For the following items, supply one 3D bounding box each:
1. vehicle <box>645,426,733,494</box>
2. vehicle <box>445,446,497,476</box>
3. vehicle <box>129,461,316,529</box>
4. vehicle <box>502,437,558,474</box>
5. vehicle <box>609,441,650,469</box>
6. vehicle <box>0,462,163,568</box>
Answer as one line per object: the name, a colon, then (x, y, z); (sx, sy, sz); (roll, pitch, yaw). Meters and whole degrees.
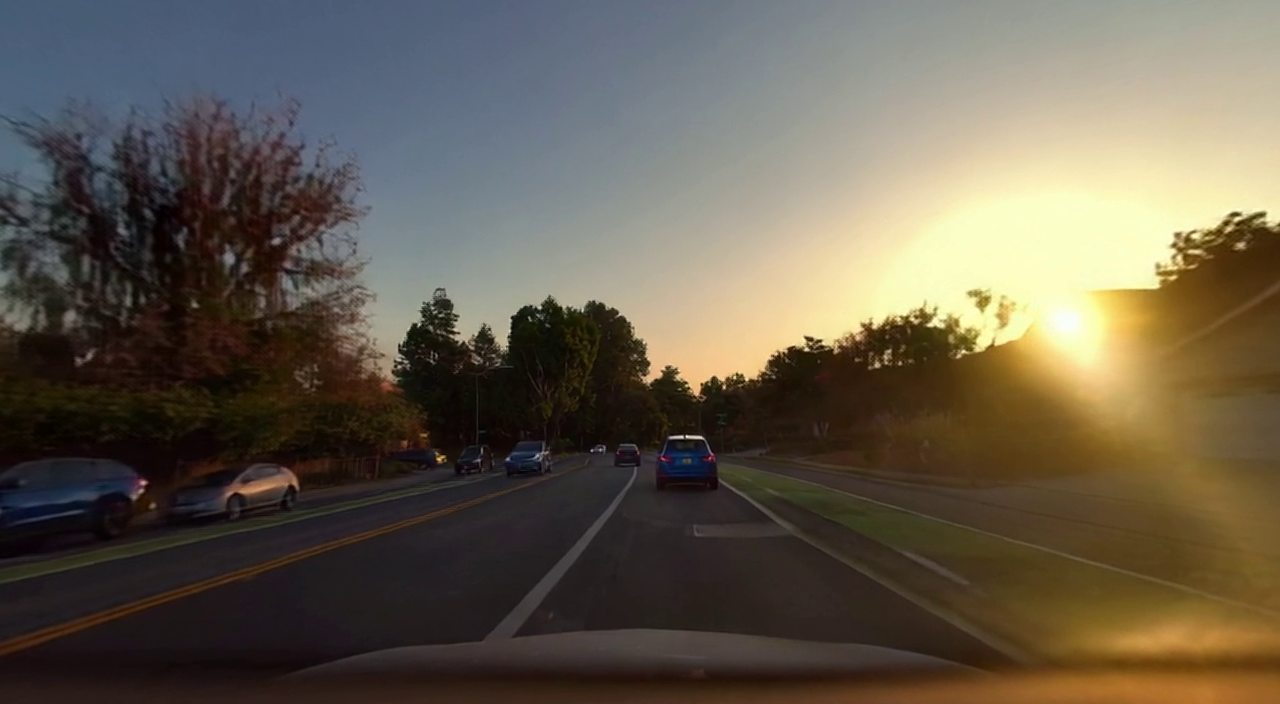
vehicle: (1.303, 3.172, 18.912); (2.200, 1.763, 4.676); (0, -8, -1)
vehicle: (-10.900, 7.017, 41.120); (2.188, 1.813, 4.478); (0, -8, -1)
vehicle: (-11.024, 3.761, 17.187); (1.831, 1.464, 4.520); (-1, -8, 3)
vehicle: (-5.986, 5.682, 34.942); (2.146, 1.912, 4.878); (0, -8, 1)
vehicle: (-0.655, 5.770, 35.619); (2.196, 1.449, 4.006); (0, -8, -3)
vehicle: (-11.524, 2.903, 11.181); (2.150, 1.644, 5.120); (-5, -9, 1)
